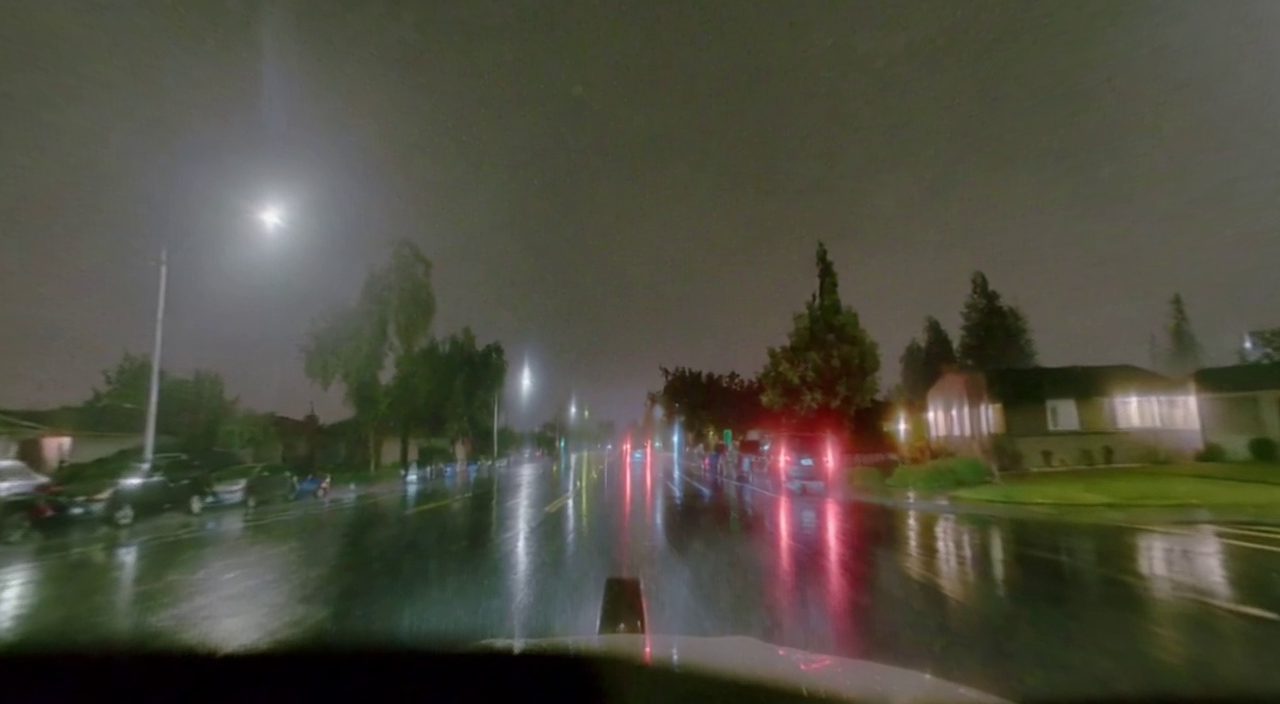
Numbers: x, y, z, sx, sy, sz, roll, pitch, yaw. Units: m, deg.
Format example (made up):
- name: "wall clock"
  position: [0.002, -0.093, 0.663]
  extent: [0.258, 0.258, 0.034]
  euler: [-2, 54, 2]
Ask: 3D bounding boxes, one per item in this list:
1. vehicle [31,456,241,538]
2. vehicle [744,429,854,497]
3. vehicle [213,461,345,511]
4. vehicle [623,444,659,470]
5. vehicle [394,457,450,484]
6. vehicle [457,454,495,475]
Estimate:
- name: "vehicle"
  position: [-12.745, 3.630, 16.466]
  extent: [1.917, 1.739, 4.461]
  euler: [0, -9, -3]
- name: "vehicle"
  position: [5.102, 3.611, 21.097]
  extent: [2.195, 2.000, 4.789]
  euler: [0, -8, -3]
- name: "vehicle"
  position: [-12.622, 4.671, 22.500]
  extent: [1.835, 1.488, 4.696]
  euler: [-1, -9, 1]
- name: "vehicle"
  position: [0.006, 6.364, 38.441]
  extent: [2.022, 1.471, 3.973]
  euler: [0, -9, -2]
- name: "vehicle"
  position: [-12.789, 6.970, 37.396]
  extent: [1.819, 1.443, 4.273]
  euler: [0, -9, 0]
- name: "vehicle"
  position: [-12.795, 8.773, 49.532]
  extent: [1.882, 1.507, 4.638]
  euler: [0, -9, -3]
